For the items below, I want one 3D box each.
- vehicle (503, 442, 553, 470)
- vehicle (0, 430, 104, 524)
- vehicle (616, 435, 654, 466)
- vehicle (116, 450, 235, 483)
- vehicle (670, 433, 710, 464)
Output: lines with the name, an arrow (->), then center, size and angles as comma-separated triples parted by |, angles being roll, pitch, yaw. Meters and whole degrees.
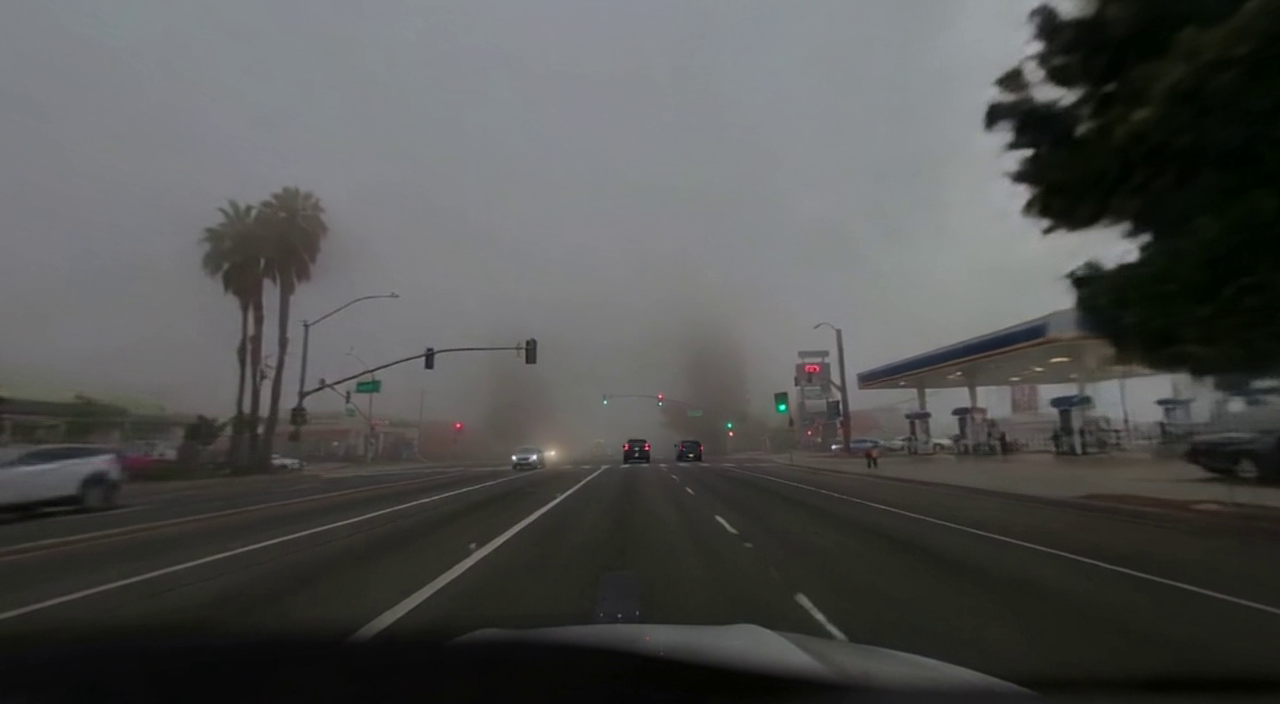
vehicle -> -6.252, 5.826, 35.823 | 1.979, 1.480, 4.553 | 0, -8, 1
vehicle -> -13.297, 2.396, 12.079 | 2.111, 1.791, 4.542 | 0, -8, -1
vehicle -> -0.310, 5.960, 38.401 | 2.177, 1.754, 3.815 | 0, -8, 0
vehicle -> -22.099, 5.414, 30.174 | 4.469, 1.459, 1.972 | -2, -8, 10
vehicle -> 3.230, 6.367, 41.988 | 2.190, 1.913, 5.174 | 0, -8, -1
